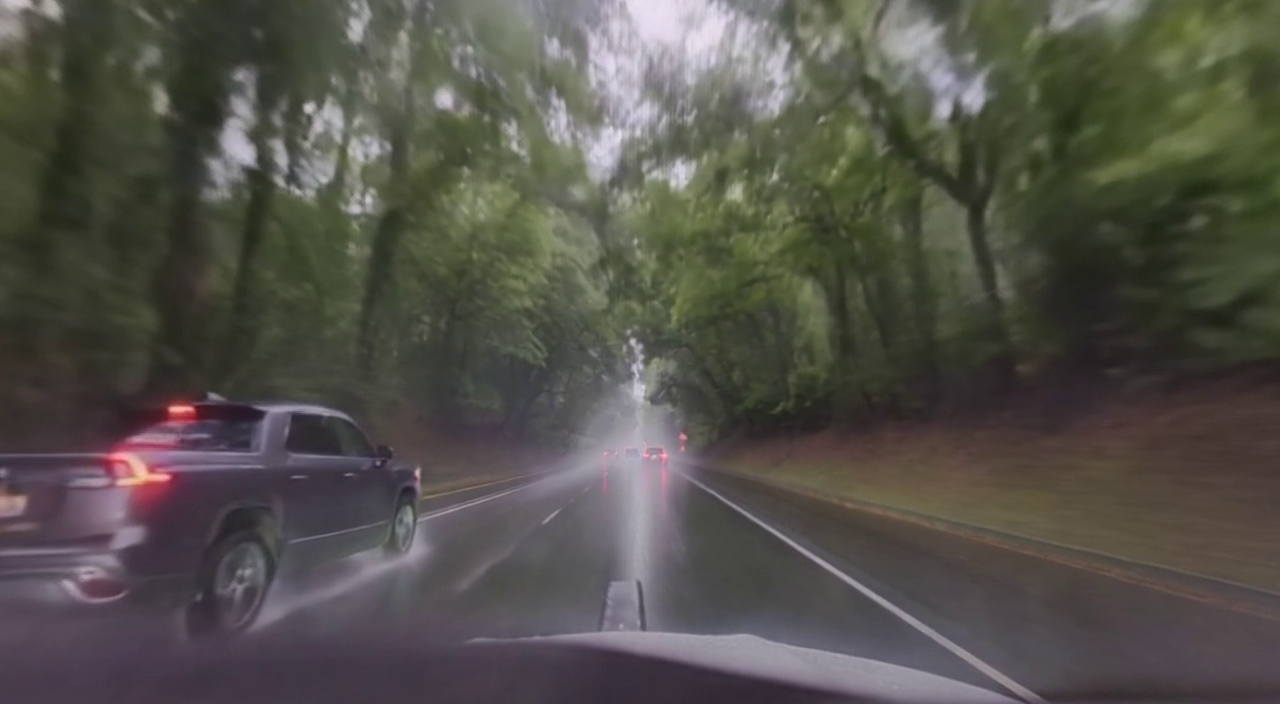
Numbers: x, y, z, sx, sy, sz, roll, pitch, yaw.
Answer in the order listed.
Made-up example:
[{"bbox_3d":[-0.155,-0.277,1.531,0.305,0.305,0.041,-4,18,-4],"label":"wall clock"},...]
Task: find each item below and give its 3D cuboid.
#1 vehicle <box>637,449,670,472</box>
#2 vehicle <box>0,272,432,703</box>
[{"bbox_3d":[0.879,7.367,43.079,2.046,1.452,4.407,0,-9,-1],"label":"vehicle"},{"bbox_3d":[-3.648,1.062,4.799,2.418,2.049,4.930,0,-9,0],"label":"vehicle"}]
